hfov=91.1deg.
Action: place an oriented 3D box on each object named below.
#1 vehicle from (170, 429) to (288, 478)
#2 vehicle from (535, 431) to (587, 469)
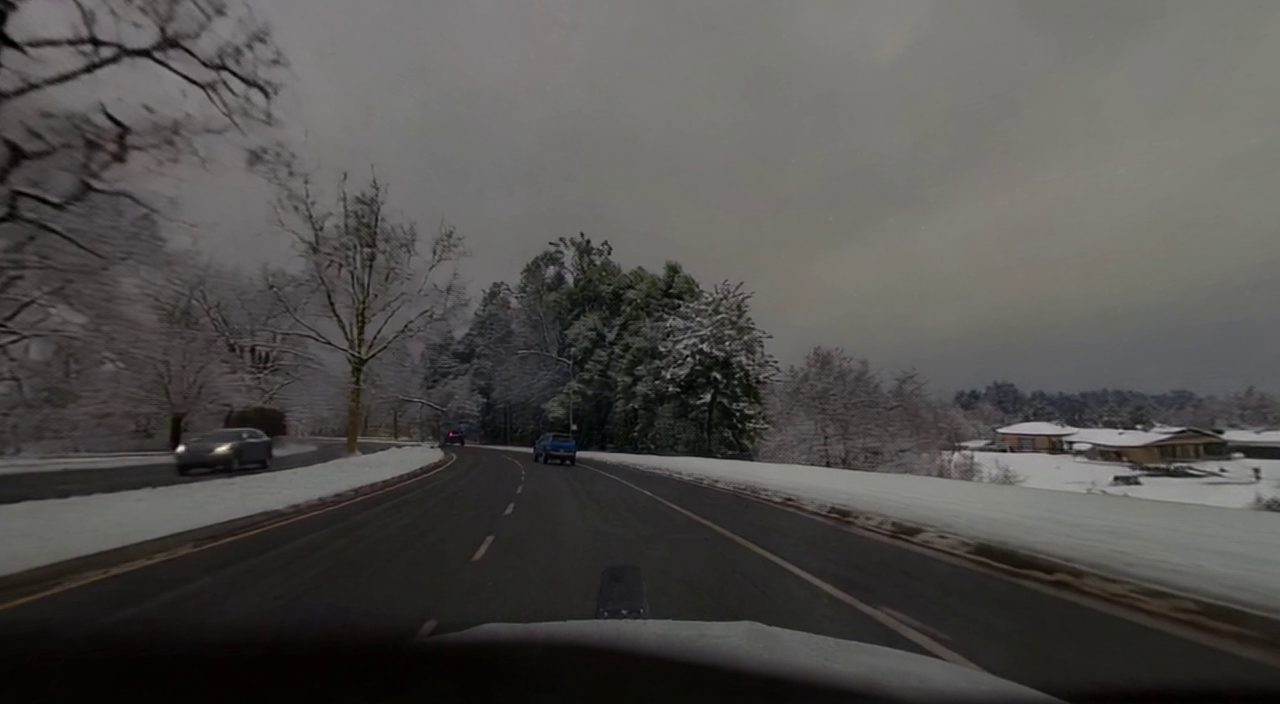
[{"bbox_3d":[-16.065,3.984,24.877,2.172,1.738,4.617,1,-9,-10],"label":"vehicle"},{"bbox_3d":[-4.202,5.106,32.826,2.166,1.828,4.607,2,-9,-13],"label":"vehicle"}]
